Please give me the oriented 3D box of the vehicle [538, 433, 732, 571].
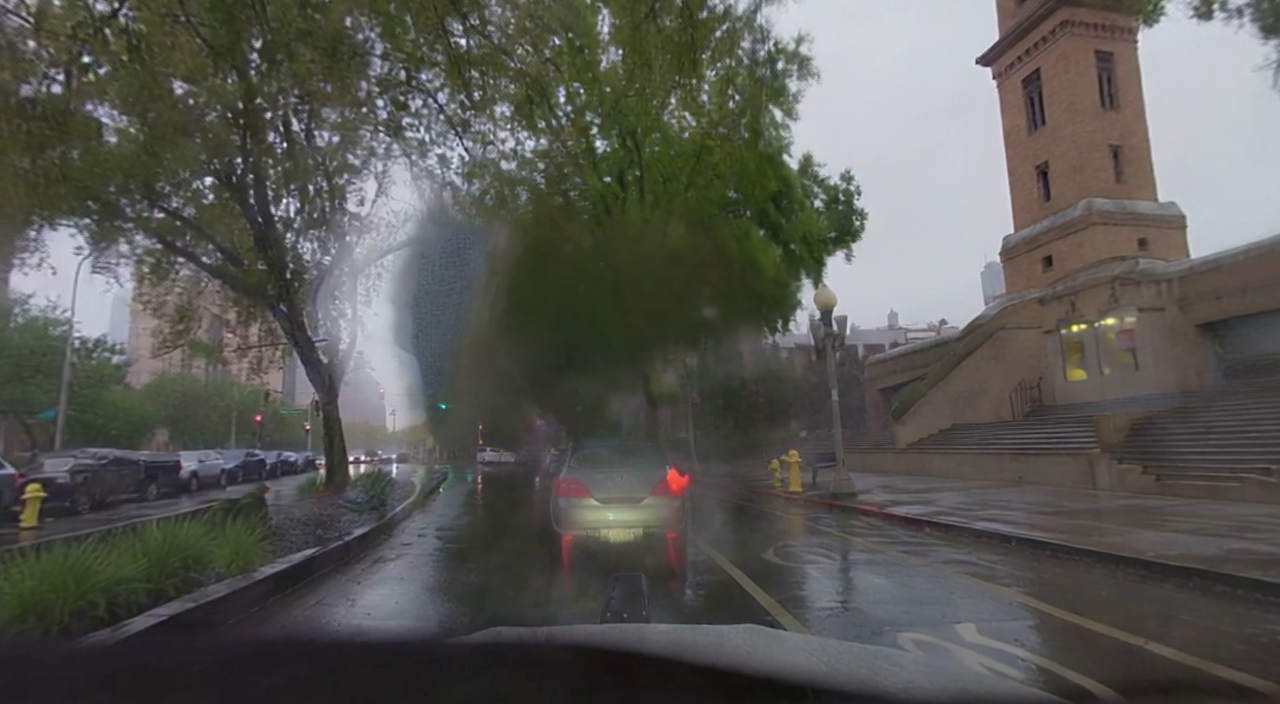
[{"bbox_3d":[-0.241,1.945,9.026,2.142,1.475,4.051,1,-8,-6],"label":"vehicle"}]
